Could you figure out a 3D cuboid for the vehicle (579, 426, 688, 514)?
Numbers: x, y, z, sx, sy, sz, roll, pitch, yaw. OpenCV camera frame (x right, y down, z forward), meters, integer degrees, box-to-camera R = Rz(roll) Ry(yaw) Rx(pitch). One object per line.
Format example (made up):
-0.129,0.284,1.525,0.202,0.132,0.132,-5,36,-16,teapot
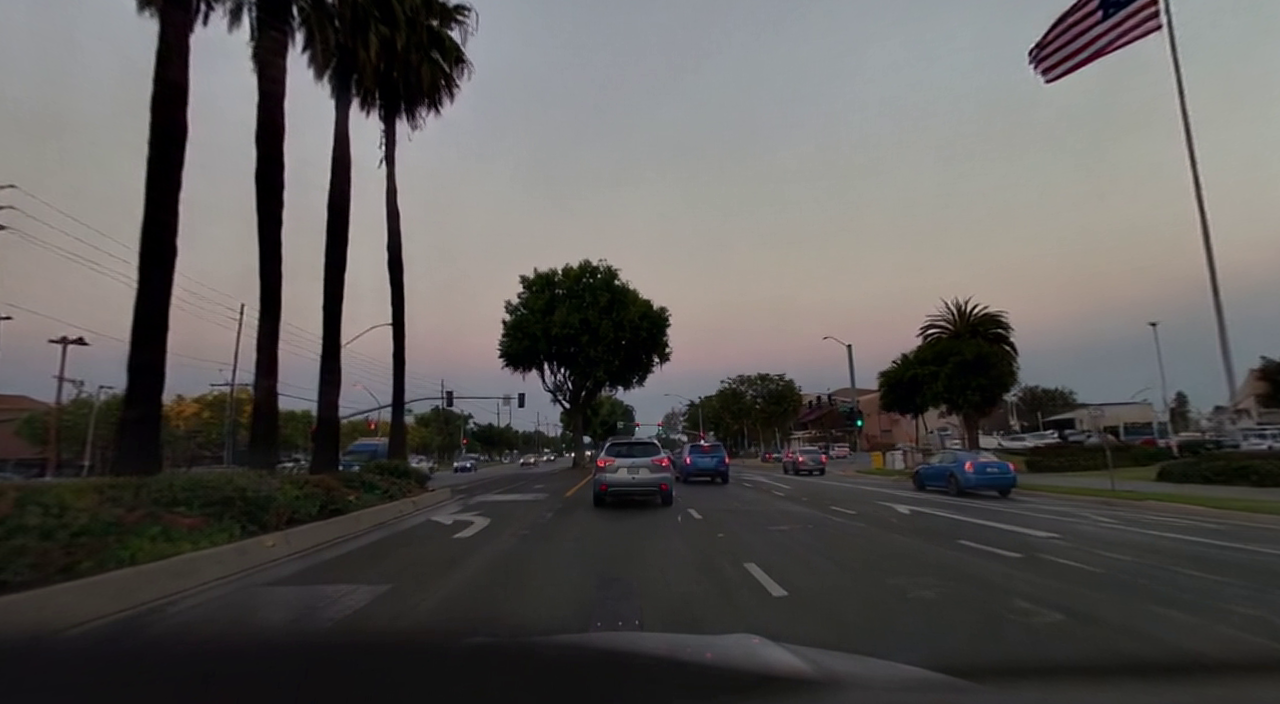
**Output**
-0.188,2.962,16.389,2.402,1.938,4.535,0,-9,-1,vehicle

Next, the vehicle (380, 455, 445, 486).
-12.211,6.371,34.200,1.965,1.475,4.209,0,-9,0,vehicle

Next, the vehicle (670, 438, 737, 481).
3.183,5.590,33.271,2.773,2.021,6.212,0,-9,-1,vehicle

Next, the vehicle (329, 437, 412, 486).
-19.036,7.755,45.130,2.901,3.039,7.160,-3,-9,-1,vehicle

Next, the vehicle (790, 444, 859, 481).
9.802,5.877,33.932,2.155,1.779,4.582,0,-9,-2,vehicle

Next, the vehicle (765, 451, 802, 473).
10.262,7.895,45.517,1.855,1.495,4.143,-1,-9,3,vehicle

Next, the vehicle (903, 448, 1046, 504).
9.918,3.669,19.184,1.967,1.485,4.267,0,-9,-1,vehicle
